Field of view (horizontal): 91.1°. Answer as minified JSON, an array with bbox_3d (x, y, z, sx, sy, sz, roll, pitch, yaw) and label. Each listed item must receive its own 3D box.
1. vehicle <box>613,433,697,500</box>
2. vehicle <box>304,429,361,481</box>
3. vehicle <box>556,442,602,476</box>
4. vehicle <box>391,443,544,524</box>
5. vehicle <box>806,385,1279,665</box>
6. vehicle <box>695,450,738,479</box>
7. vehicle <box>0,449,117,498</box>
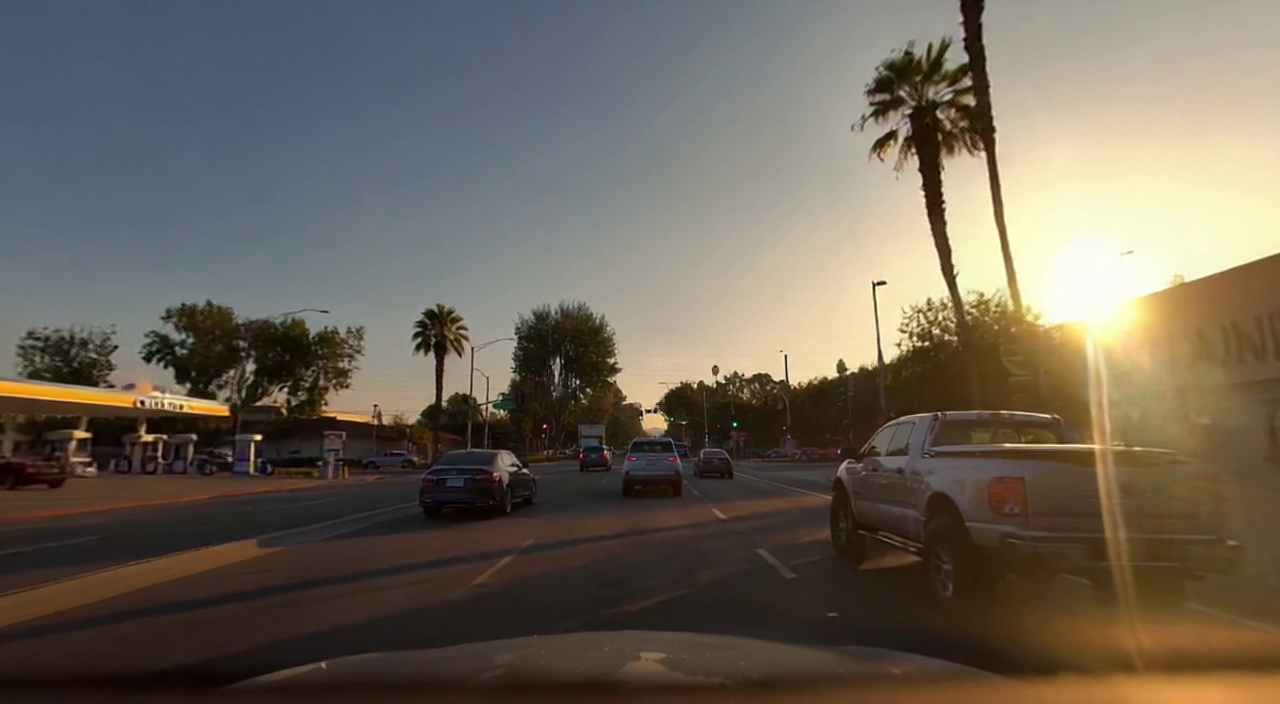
[{"bbox_3d":[0.433,3.588,20.139,2.295,1.835,5.471,0,-8,0],"label":"vehicle"},{"bbox_3d":[-18.228,6.039,37.116,2.109,2.870,3.441,7,-11,-39],"label":"vehicle"},{"bbox_3d":[-3.420,6.100,36.090,2.071,1.811,4.605,0,-8,2],"label":"vehicle"},{"bbox_3d":[-3.591,2.812,14.136,1.983,1.502,4.720,0,-8,2],"label":"vehicle"},{"bbox_3d":[3.649,1.537,6.955,2.120,1.828,5.531,0,-8,0],"label":"vehicle"},{"bbox_3d":[4.097,6.094,34.271,1.901,1.401,3.965,0,-8,1],"label":"vehicle"},{"bbox_3d":[-29.352,5.763,30.401,2.543,2.092,6.613,0,-8,-2],"label":"vehicle"}]
